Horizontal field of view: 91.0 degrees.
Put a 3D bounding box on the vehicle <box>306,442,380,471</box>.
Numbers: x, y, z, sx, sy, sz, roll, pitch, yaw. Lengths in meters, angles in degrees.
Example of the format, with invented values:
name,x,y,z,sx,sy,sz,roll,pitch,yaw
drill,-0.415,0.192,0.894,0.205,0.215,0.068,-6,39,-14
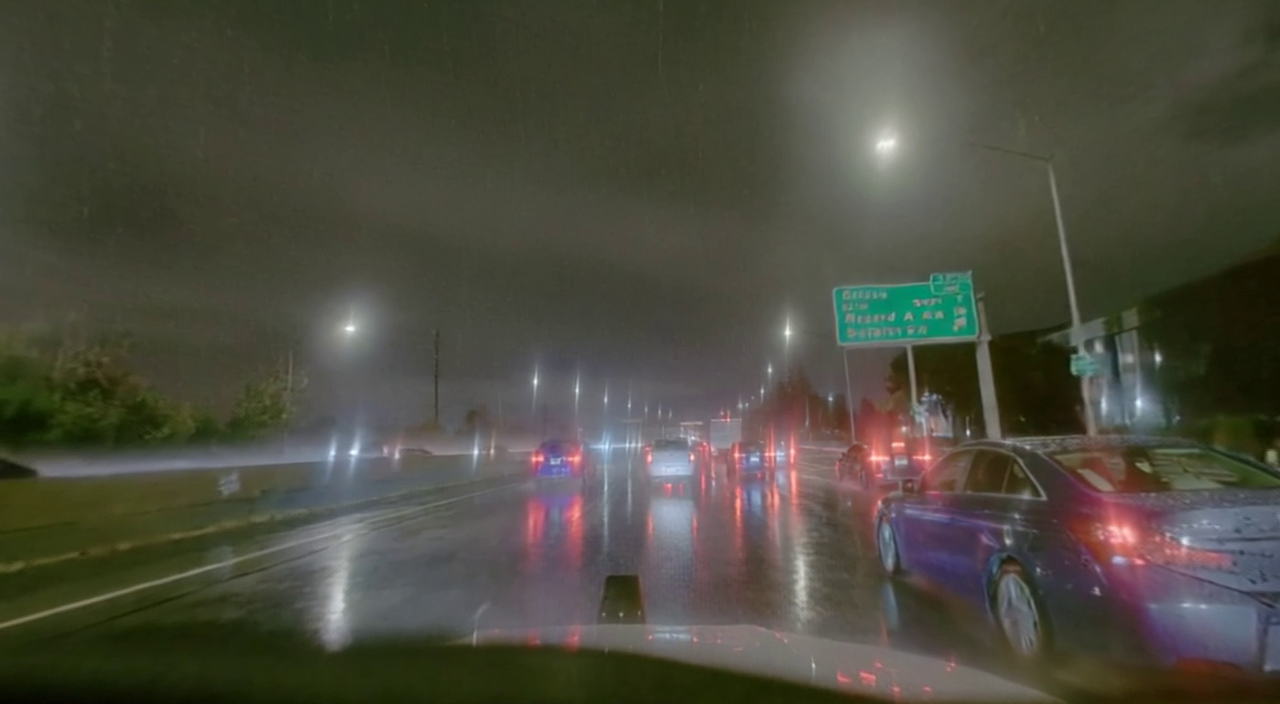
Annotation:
name,x,y,z,sx,sy,sz,roll,pitch,yaw
vehicle,-18.103,6.392,38.646,1.999,1.683,4.555,-1,-9,4

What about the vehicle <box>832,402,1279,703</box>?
name,x,y,z,sx,sy,sz,roll,pitch,yaw
vehicle,3.126,1.285,4.663,2.009,1.489,4.559,0,-9,1

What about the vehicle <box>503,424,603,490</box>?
name,x,y,z,sx,sy,sz,roll,pitch,yaw
vehicle,-2.786,3.565,21.657,2.434,1.965,5.305,0,-9,3

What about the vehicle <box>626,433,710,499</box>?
name,x,y,z,sx,sy,sz,roll,pitch,yaw
vehicle,0.773,3.133,17.622,2.074,1.614,3.803,0,-9,2

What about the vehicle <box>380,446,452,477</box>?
name,x,y,z,sx,sy,sz,roll,pitch,yaw
vehicle,-11.645,5.714,33.046,1.906,1.499,4.426,-1,-9,4

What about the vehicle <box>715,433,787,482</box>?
name,x,y,z,sx,sy,sz,roll,pitch,yaw
vehicle,4.121,4.021,24.127,2.076,1.684,4.241,0,-9,2
